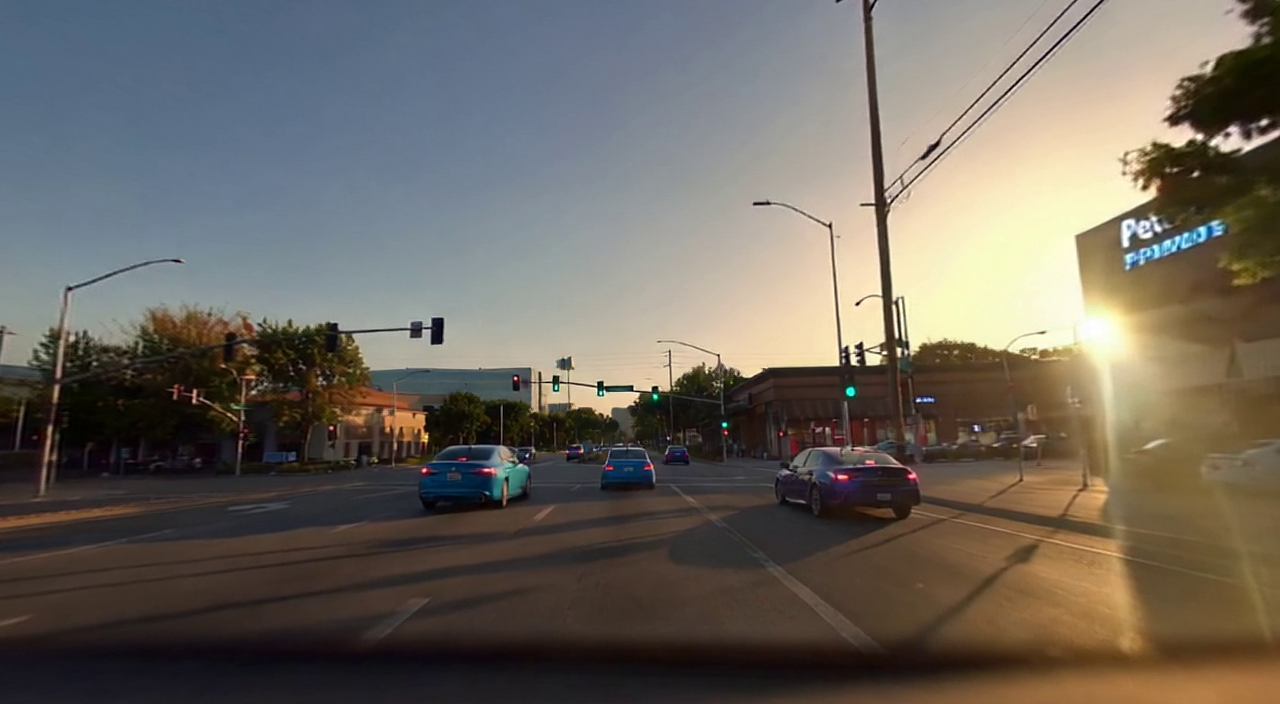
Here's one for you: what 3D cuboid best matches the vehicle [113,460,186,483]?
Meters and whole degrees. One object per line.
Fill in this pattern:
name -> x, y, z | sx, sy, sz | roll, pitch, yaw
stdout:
vehicle -> -37.892, 9.207, 48.855 | 3.931, 1.653, 2.134 | -1, -9, 6

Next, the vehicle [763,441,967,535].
vehicle -> 4.123, 2.565, 12.703 | 2.119, 1.479, 4.910 | 0, -8, -3

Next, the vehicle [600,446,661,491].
vehicle -> -0.379, 4.293, 23.682 | 2.072, 1.473, 4.139 | 0, -8, -2

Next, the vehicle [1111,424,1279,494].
vehicle -> 15.842, 2.806, 16.796 | 4.941, 1.697, 2.128 | 0, -8, -3

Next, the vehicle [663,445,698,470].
vehicle -> 2.777, 7.371, 44.262 | 1.986, 1.660, 4.006 | 0, -8, -3

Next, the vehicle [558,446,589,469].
vehicle -> -5.017, 8.025, 48.240 | 1.932, 1.606, 4.157 | 0, -8, -1

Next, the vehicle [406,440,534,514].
vehicle -> -4.073, 3.049, 16.045 | 2.035, 1.564, 4.702 | 0, -8, -1
